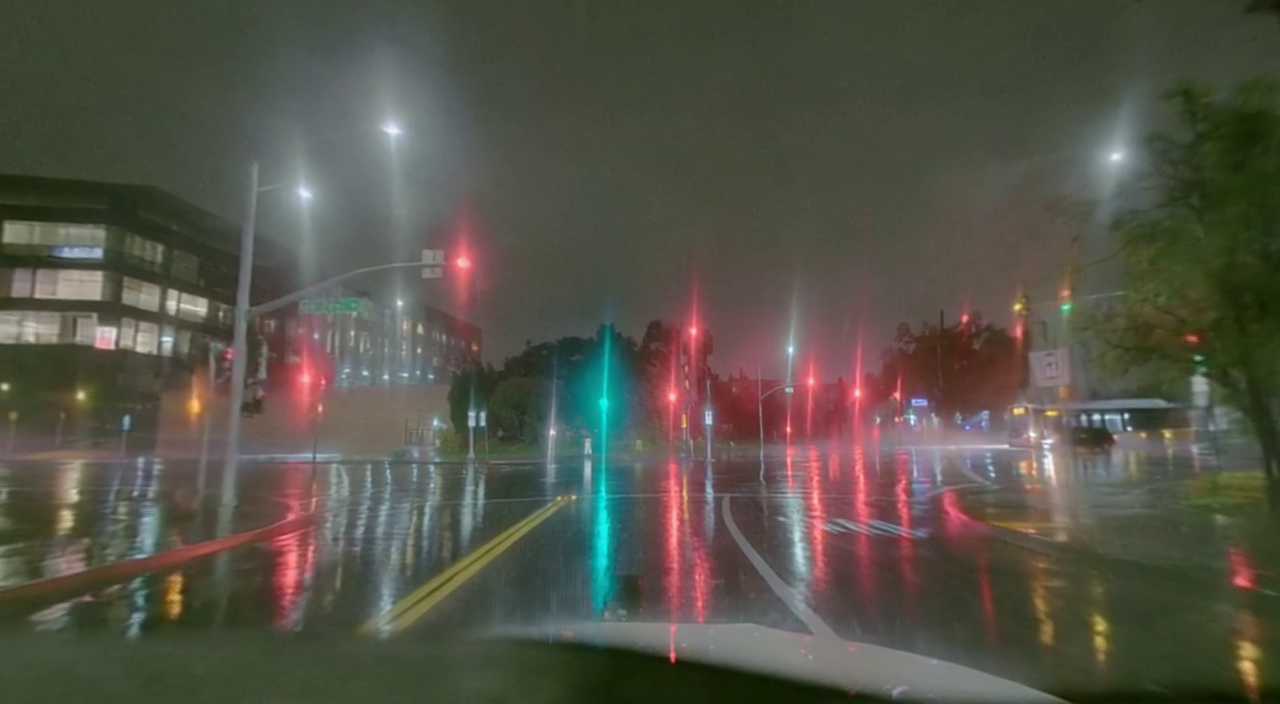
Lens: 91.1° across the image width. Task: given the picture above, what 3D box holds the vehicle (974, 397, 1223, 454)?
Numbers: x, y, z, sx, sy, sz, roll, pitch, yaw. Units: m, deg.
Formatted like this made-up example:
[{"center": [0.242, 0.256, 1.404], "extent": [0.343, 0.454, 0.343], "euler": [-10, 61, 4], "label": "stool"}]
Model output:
[{"center": [27.873, 4.567, 38.574], "extent": [12.822, 3.296, 3.033], "euler": [0, -9, 0], "label": "vehicle"}]

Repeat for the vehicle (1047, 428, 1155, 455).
[{"center": [25.374, 4.943, 34.656], "extent": [4.538, 1.461, 1.805], "euler": [0, -9, 0], "label": "vehicle"}]
